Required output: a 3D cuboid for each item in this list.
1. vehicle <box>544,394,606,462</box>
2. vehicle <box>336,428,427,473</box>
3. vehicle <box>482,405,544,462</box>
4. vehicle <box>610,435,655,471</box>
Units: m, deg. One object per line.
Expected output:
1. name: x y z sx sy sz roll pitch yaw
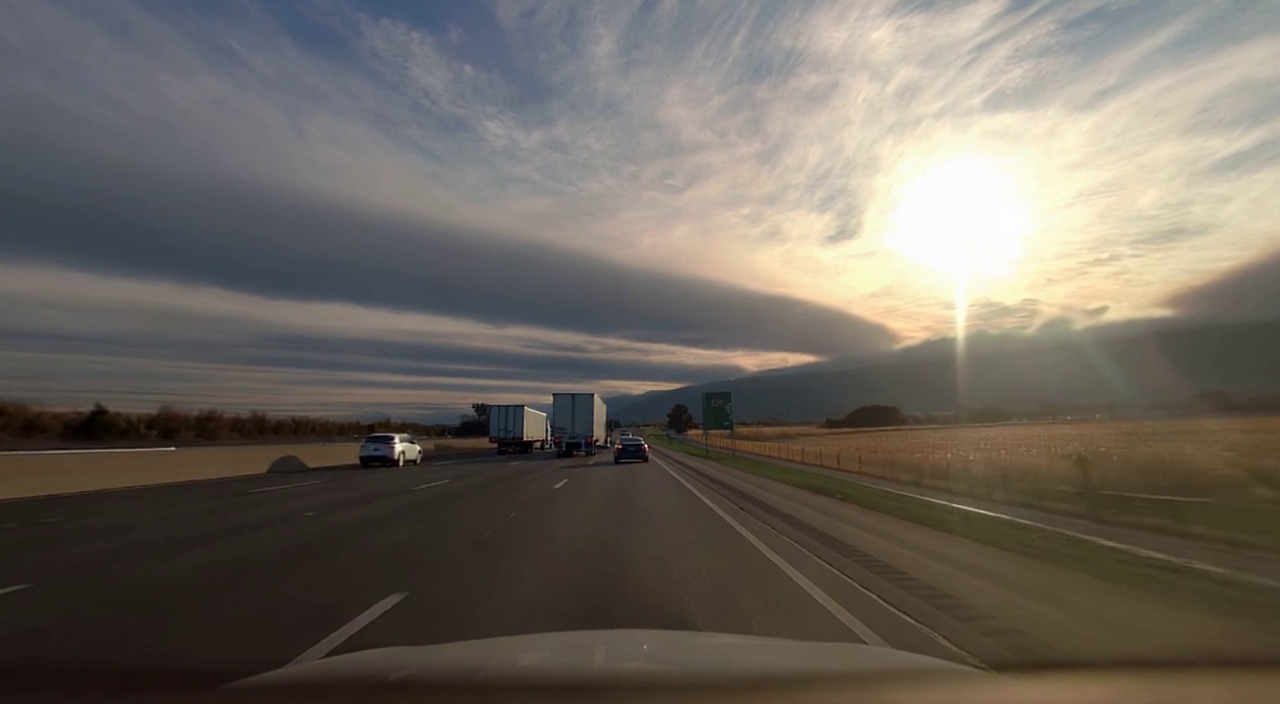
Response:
1. vehicle: -4.324 5.745 46.415 3.475 4.037 17.454 0 -8 -2
2. vehicle: -11.580 4.431 28.611 2.153 1.841 4.790 0 -8 -1
3. vehicle: -8.221 5.421 41.608 2.728 3.405 7.096 0 -8 -2
4. vehicle: -0.364 4.464 28.001 1.891 1.477 3.599 0 -8 -2
